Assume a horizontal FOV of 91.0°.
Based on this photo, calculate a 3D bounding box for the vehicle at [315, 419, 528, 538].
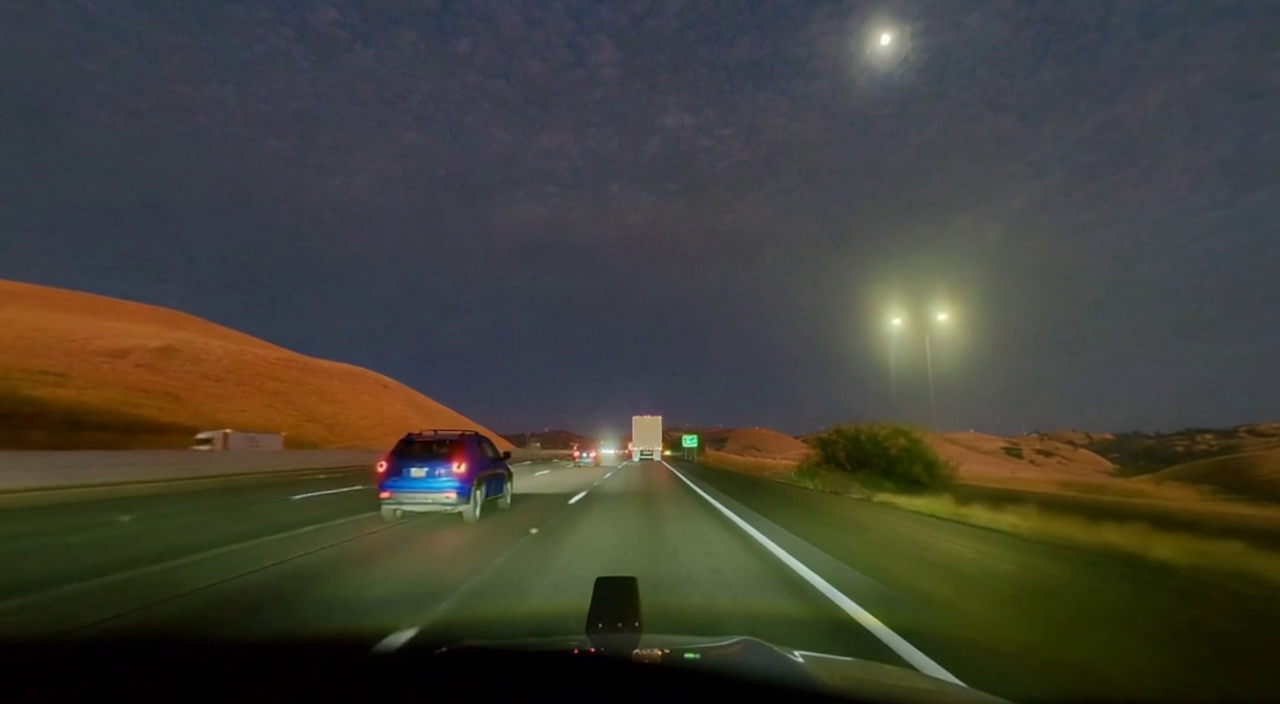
[{"bbox_3d":[-3.682,2.237,11.776,2.194,1.725,4.698,0,-9,1],"label":"vehicle"}]

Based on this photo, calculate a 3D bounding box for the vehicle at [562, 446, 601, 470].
[{"bbox_3d":[-3.811,6.969,41.624,2.101,1.476,4.471,1,-9,1],"label":"vehicle"}]
